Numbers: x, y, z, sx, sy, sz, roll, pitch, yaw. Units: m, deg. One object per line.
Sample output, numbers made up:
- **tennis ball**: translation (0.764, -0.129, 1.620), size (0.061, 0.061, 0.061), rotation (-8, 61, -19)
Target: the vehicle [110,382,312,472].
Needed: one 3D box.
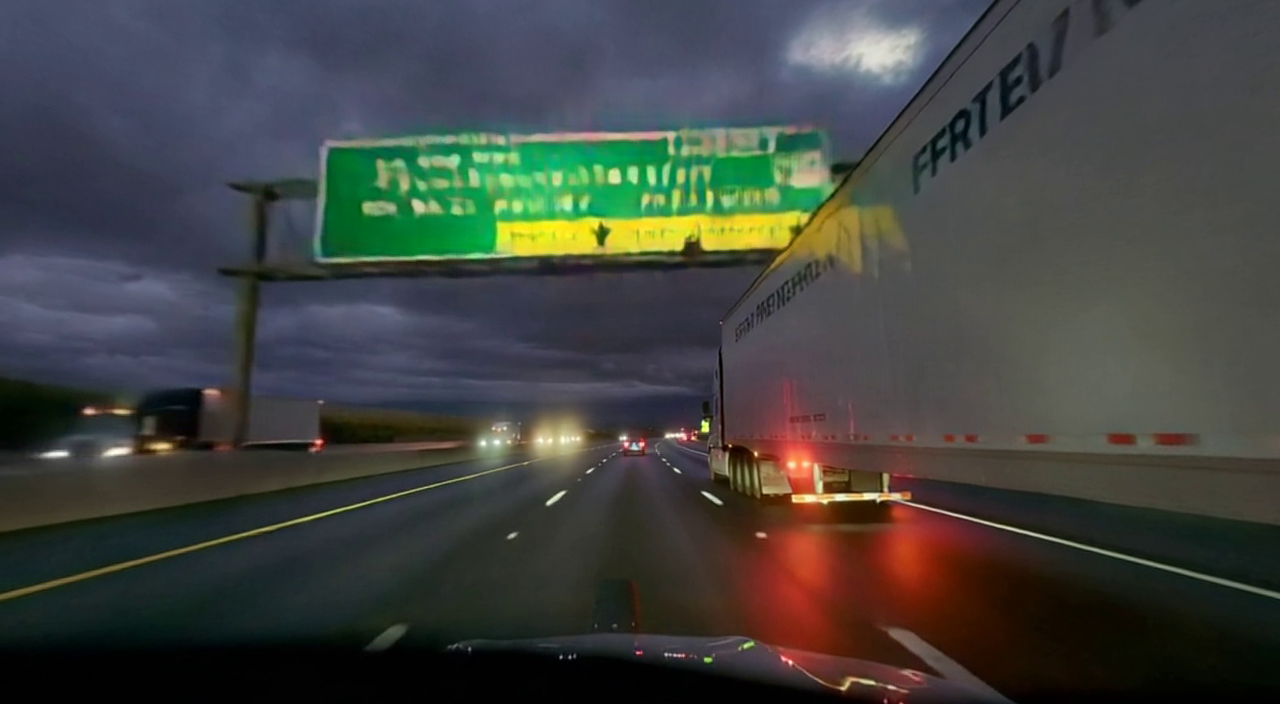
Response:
- **vehicle**: translation (-22.263, 4.122, 34.062), size (2.957, 4.062, 11.203), rotation (0, -8, 1)

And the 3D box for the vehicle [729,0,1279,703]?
- **vehicle**: translation (3.515, 0.005, 5.635), size (2.976, 4.077, 14.571), rotation (0, -8, -1)
